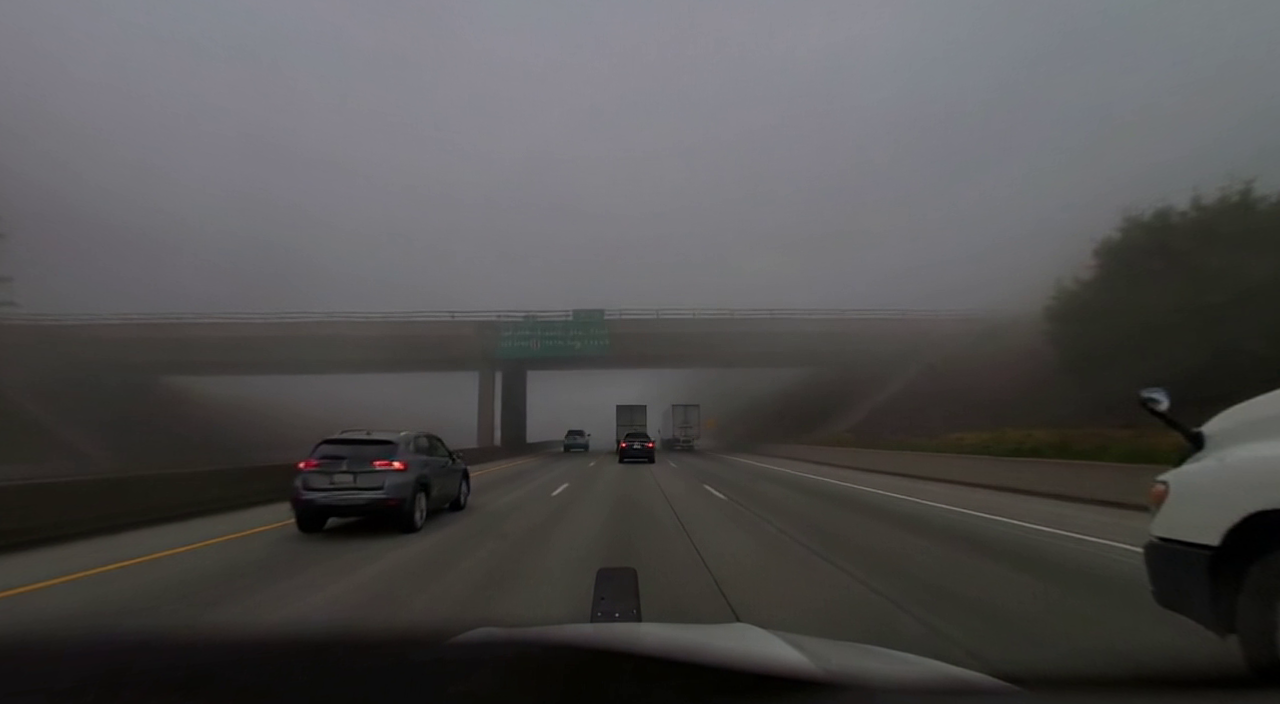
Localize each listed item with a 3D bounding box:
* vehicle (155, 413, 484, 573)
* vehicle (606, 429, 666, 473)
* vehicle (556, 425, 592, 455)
[{"bbox_3d":[-3.698,1.692,8.527,1.979,1.527,4.754,0,-8,-1],"label":"vehicle"},{"bbox_3d":[-0.174,3.677,23.678,2.059,1.522,3.693,0,-8,-1],"label":"vehicle"},{"bbox_3d":[-4.557,6.181,44.350,2.013,1.961,4.692,0,-8,0],"label":"vehicle"}]
